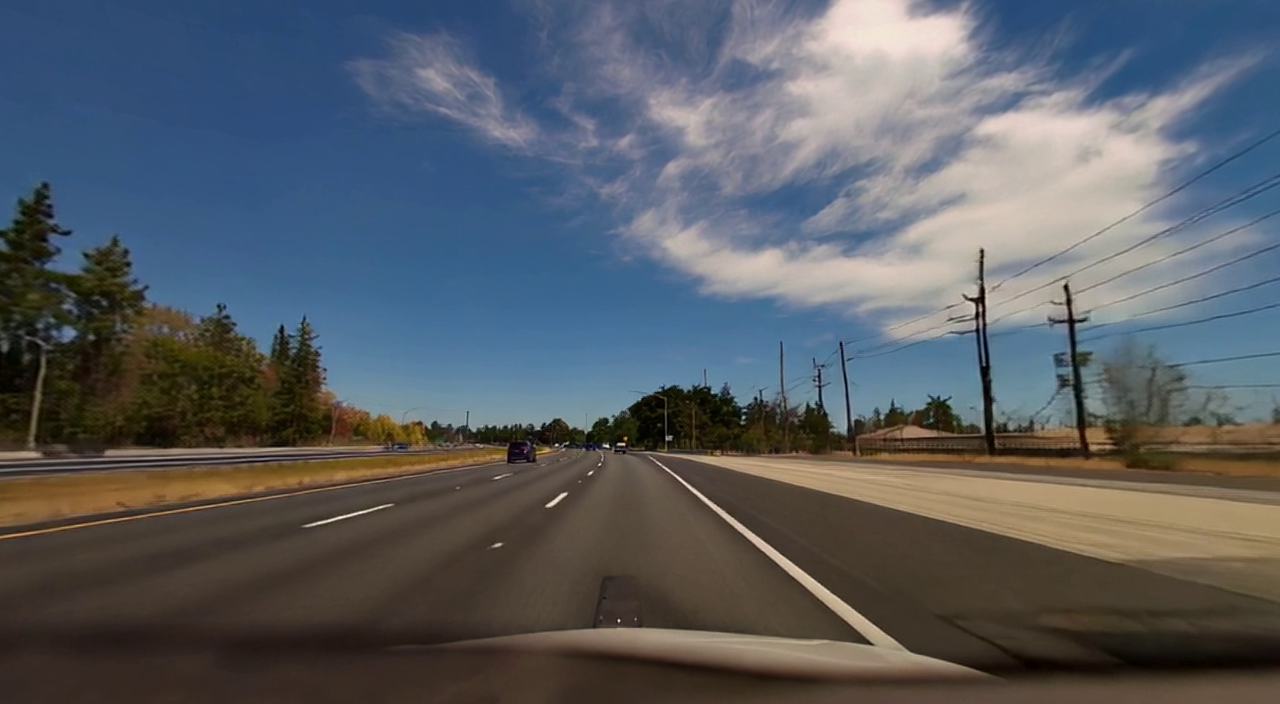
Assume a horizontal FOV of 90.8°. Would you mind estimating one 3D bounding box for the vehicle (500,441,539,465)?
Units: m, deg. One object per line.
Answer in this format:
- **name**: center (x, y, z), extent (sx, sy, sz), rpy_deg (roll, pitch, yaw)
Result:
- **vehicle**: center (-8.702, 7.313, 45.898), extent (2.053, 1.682, 4.423), rpy_deg (0, -8, -1)
